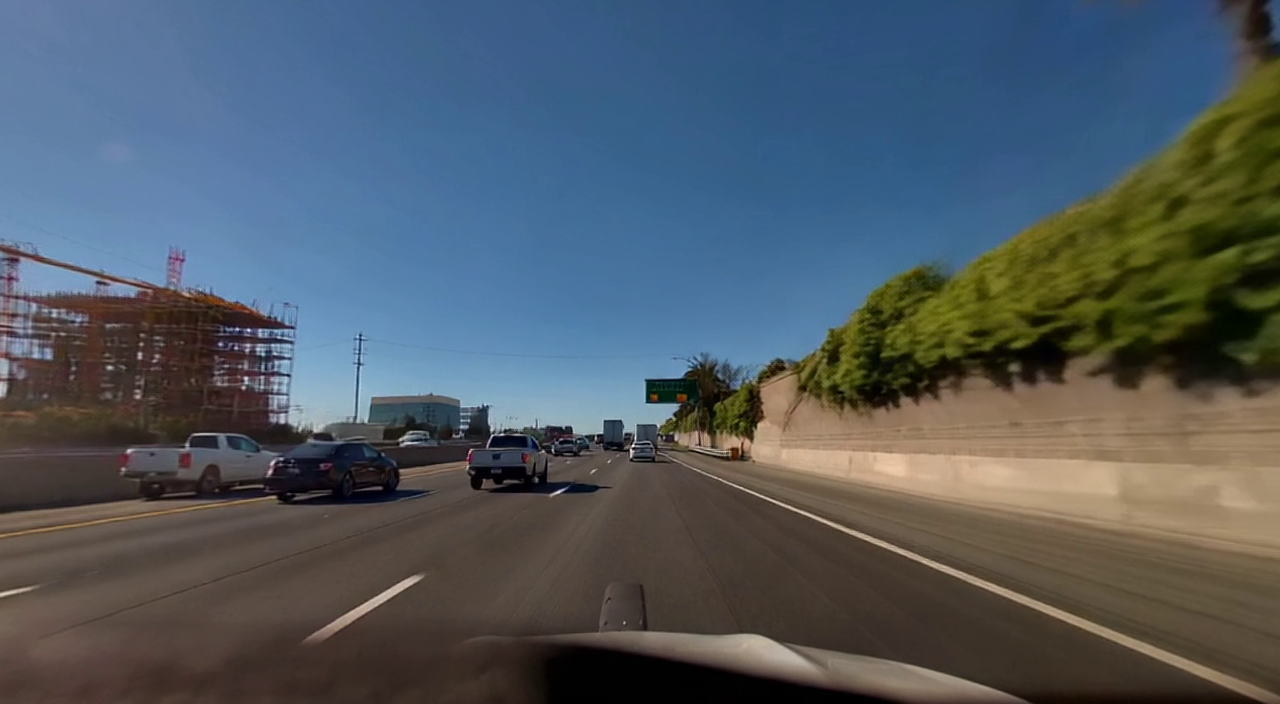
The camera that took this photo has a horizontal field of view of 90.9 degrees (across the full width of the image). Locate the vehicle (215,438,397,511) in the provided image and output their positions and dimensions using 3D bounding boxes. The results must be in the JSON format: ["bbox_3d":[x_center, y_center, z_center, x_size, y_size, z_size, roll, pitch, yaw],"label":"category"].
[{"bbox_3d":[-7.745,2.855,15.246,1.949,1.476,4.410,0,-8,1],"label":"vehicle"}]

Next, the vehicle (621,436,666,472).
[{"bbox_3d":[0.181,5.196,32.279,2.136,1.678,4.052,0,-8,1],"label":"vehicle"}]

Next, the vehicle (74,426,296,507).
[{"bbox_3d":[-11.763,2.975,16.927,2.077,1.829,5.101,0,-8,1],"label":"vehicle"}]

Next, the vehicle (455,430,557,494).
[{"bbox_3d":[-3.994,3.365,19.709,2.108,1.740,4.549,0,-8,1],"label":"vehicle"}]

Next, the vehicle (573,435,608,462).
[{"bbox_3d":[-3.725,7.355,48.179,2.203,1.958,4.848,0,-8,1],"label":"vehicle"}]
